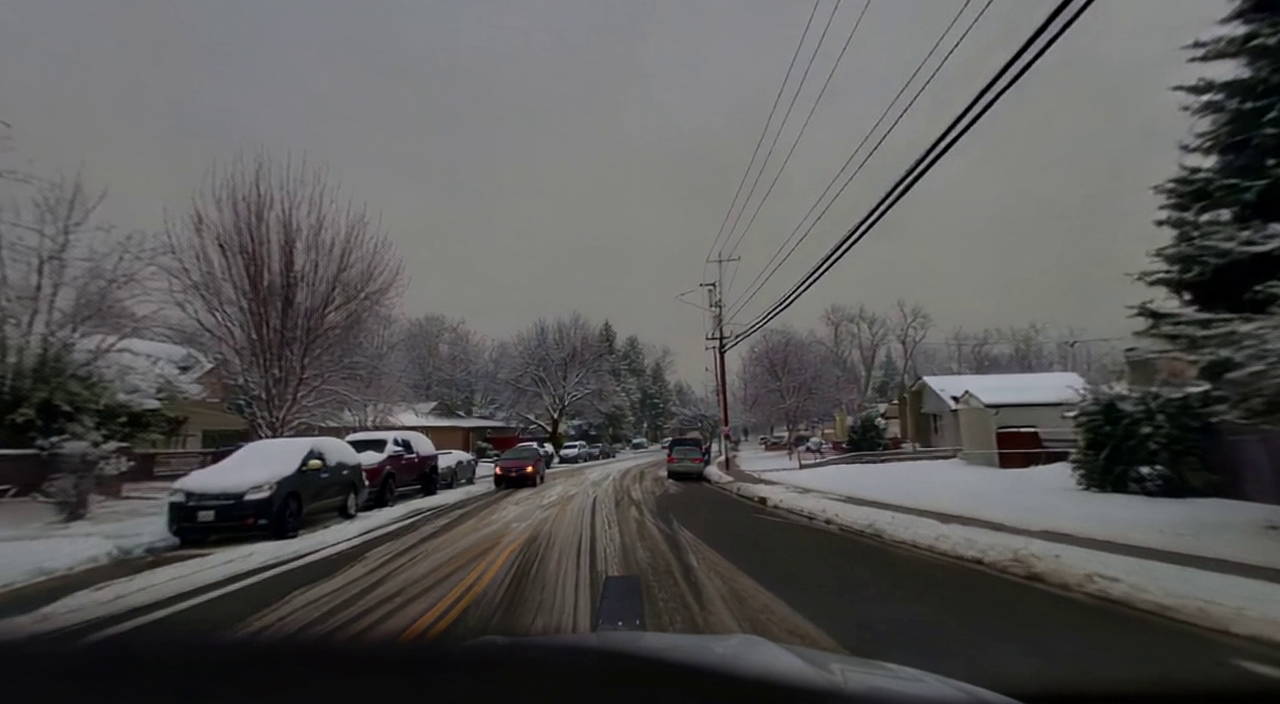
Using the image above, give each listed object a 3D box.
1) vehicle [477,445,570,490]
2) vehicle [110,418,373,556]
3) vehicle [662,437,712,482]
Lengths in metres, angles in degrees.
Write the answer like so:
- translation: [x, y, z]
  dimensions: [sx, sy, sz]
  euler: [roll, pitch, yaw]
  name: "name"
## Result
- translation: [-4.169, 4.217, 23.446]
  dimensions: [2.448, 1.475, 4.568]
  euler: [0, -9, 2]
  name: "vehicle"
- translation: [-7.416, 2.549, 12.755]
  dimensions: [2.312, 2.032, 5.585]
  euler: [-1, -9, -8]
  name: "vehicle"
- translation: [2.095, 4.783, 28.423]
  dimensions: [2.032, 1.810, 5.047]
  euler: [-1, -9, 4]
  name: "vehicle"
